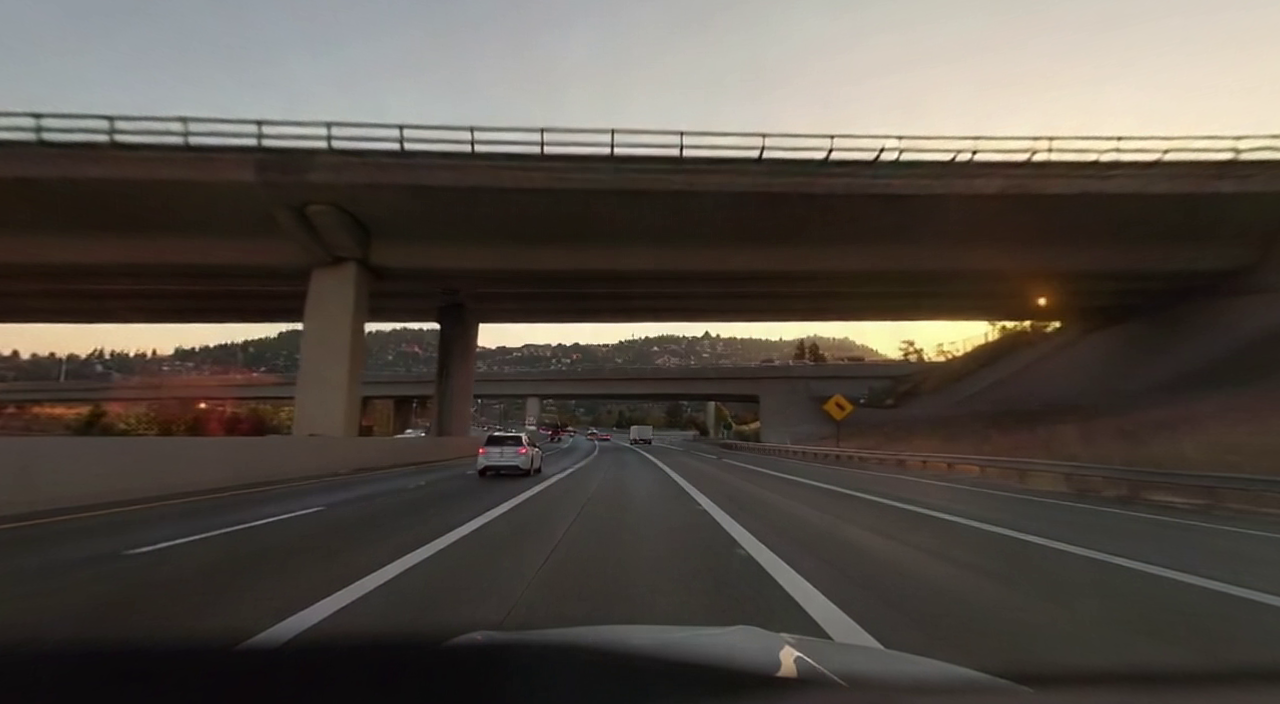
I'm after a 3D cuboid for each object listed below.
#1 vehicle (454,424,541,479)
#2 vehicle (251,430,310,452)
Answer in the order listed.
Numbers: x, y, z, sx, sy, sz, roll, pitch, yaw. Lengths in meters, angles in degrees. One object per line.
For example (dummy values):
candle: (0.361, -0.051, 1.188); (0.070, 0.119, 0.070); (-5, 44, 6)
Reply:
vehicle: (-4.365, 3.109, 19.914); (1.878, 1.548, 3.966); (0, -8, -1)
vehicle: (-24.713, 6.123, 43.367); (1.782, 1.475, 4.029); (0, -8, -1)
